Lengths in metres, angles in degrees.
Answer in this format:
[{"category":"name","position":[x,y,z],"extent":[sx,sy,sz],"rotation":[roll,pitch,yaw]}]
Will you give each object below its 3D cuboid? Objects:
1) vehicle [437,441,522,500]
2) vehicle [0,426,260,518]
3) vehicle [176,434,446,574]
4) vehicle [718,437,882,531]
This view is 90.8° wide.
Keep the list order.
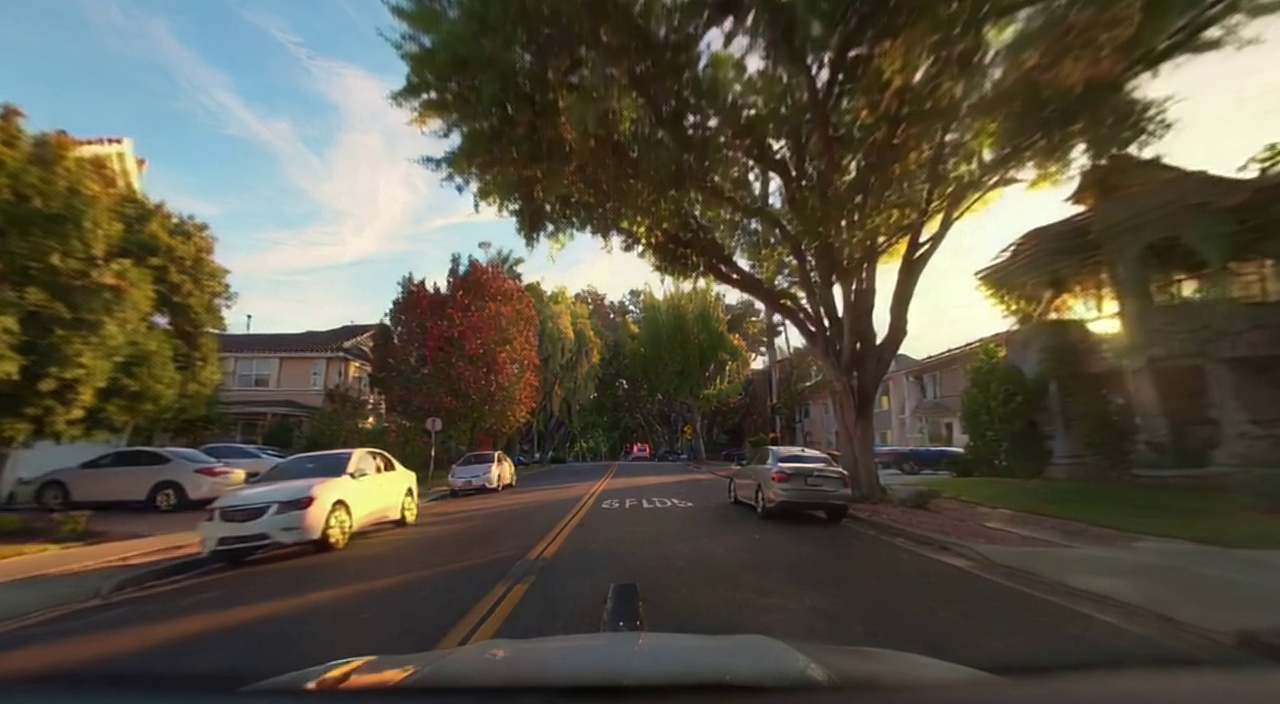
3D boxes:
[{"category":"vehicle","position":[-5.894,4.367,23.771],"extent":[2.027,1.803,4.306],"rotation":[-5,-8,0]},{"category":"vehicle","position":[-12.796,2.938,15.692],"extent":[5.234,2.076,2.197],"rotation":[-1,-9,2]},{"category":"vehicle","position":[-5.476,2.509,11.591],"extent":[2.155,1.907,5.100],"rotation":[-2,-8,1]},{"category":"vehicle","position":[2.938,2.524,12.738],"extent":[2.047,1.532,4.350],"rotation":[0,-9,-2]}]
